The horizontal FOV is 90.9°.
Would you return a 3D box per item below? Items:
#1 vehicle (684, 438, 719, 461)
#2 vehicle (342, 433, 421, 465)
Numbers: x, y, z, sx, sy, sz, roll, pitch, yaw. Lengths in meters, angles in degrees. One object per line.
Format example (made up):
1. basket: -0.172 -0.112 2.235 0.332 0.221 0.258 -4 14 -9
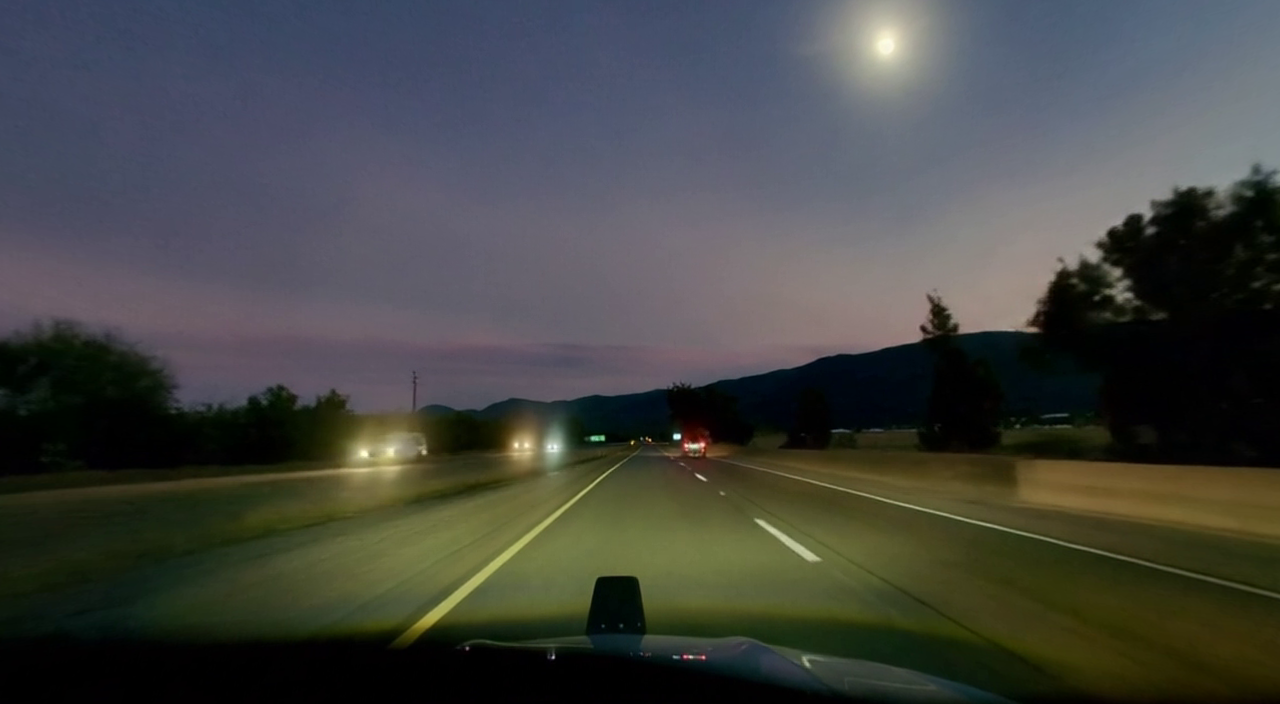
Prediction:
1. vehicle: 4.476 7.188 46.619 2.157 1.640 4.056 0 -8 0
2. vehicle: -16.935 6.390 41.770 2.550 1.966 6.105 0 -8 1
